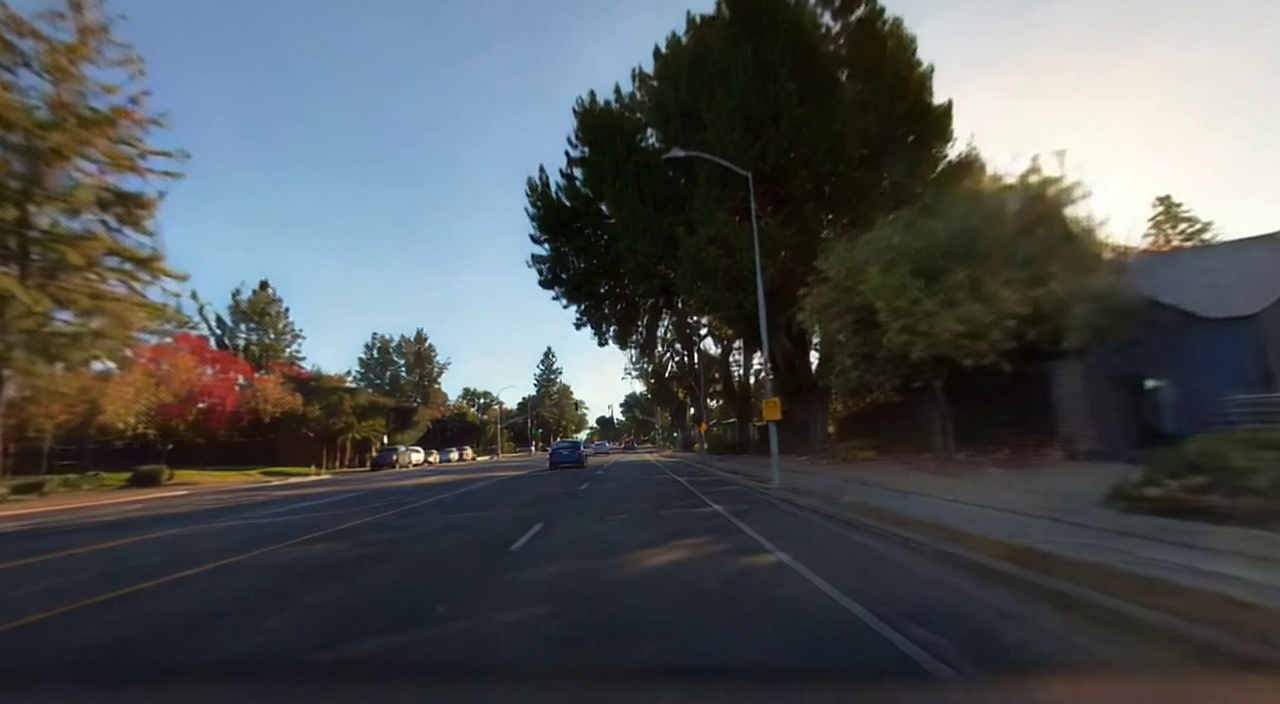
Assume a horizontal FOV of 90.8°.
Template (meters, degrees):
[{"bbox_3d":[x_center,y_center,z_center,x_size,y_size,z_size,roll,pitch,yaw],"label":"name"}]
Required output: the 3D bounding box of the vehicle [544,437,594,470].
[{"bbox_3d":[-3.441,5.021,31.427,2.030,1.467,4.251,0,-8,-1],"label":"vehicle"}]
